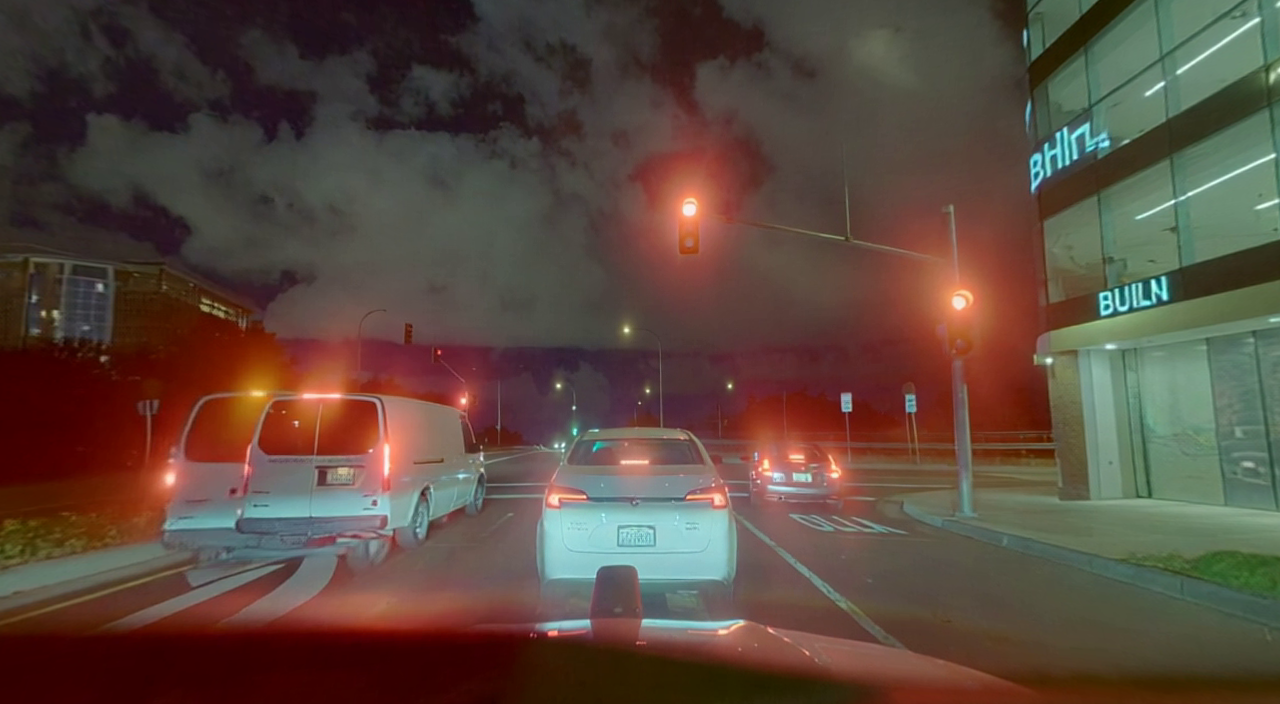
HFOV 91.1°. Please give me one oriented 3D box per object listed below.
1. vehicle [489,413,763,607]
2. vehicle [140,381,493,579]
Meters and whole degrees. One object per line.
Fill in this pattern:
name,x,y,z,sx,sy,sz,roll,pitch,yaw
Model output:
vehicle,-0.112,1.462,6.780,2.064,1.452,3.942,0,-8,0
vehicle,-3.583,1.515,8.409,2.076,1.820,5.100,0,-8,-1
